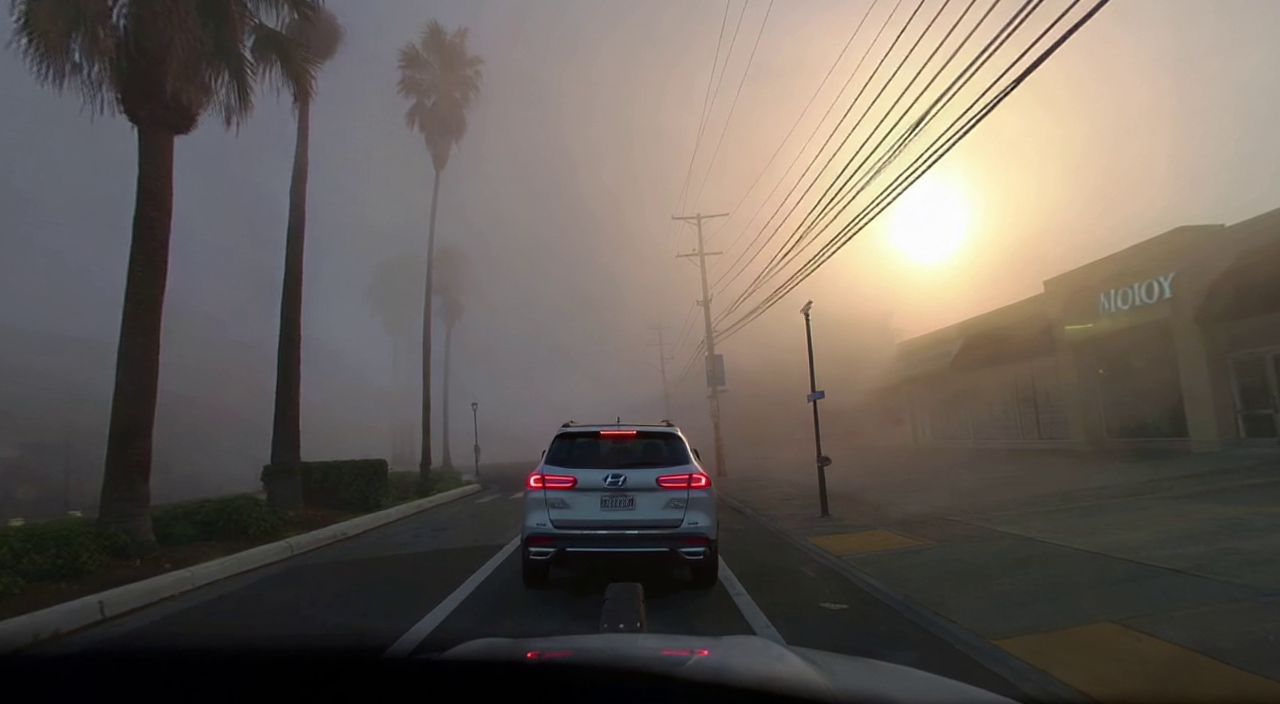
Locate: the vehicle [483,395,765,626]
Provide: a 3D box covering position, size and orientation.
[{"bbox_3d":[-0.204,1.455,6.680,2.105,1.702,3.750,0,-8,-3],"label":"vehicle"}]
